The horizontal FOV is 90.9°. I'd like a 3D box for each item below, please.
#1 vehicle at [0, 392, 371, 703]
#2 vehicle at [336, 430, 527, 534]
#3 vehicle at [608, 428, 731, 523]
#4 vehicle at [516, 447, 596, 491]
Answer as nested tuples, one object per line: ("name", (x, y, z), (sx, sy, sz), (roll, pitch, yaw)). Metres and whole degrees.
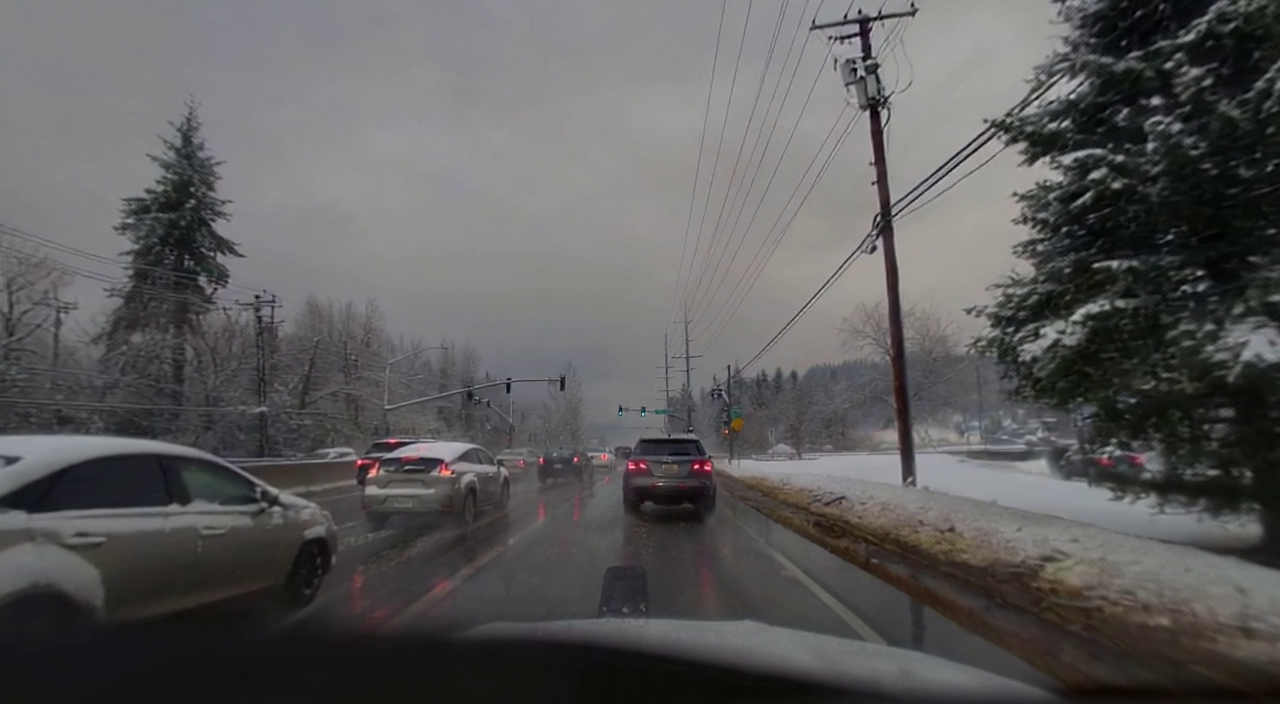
("vehicle", (-3.812, 1.215, 4.415), (1.999, 1.563, 4.007), (0, -9, 1))
("vehicle", (-3.717, 2.404, 12.270), (2.018, 1.621, 4.441), (-1, -9, 2))
("vehicle", (0.597, 2.537, 13.396), (2.205, 1.691, 3.937), (-1, -9, 2))
("vehicle", (-2.924, 4.201, 23.057), (2.105, 1.436, 4.311), (-1, -9, 3))
